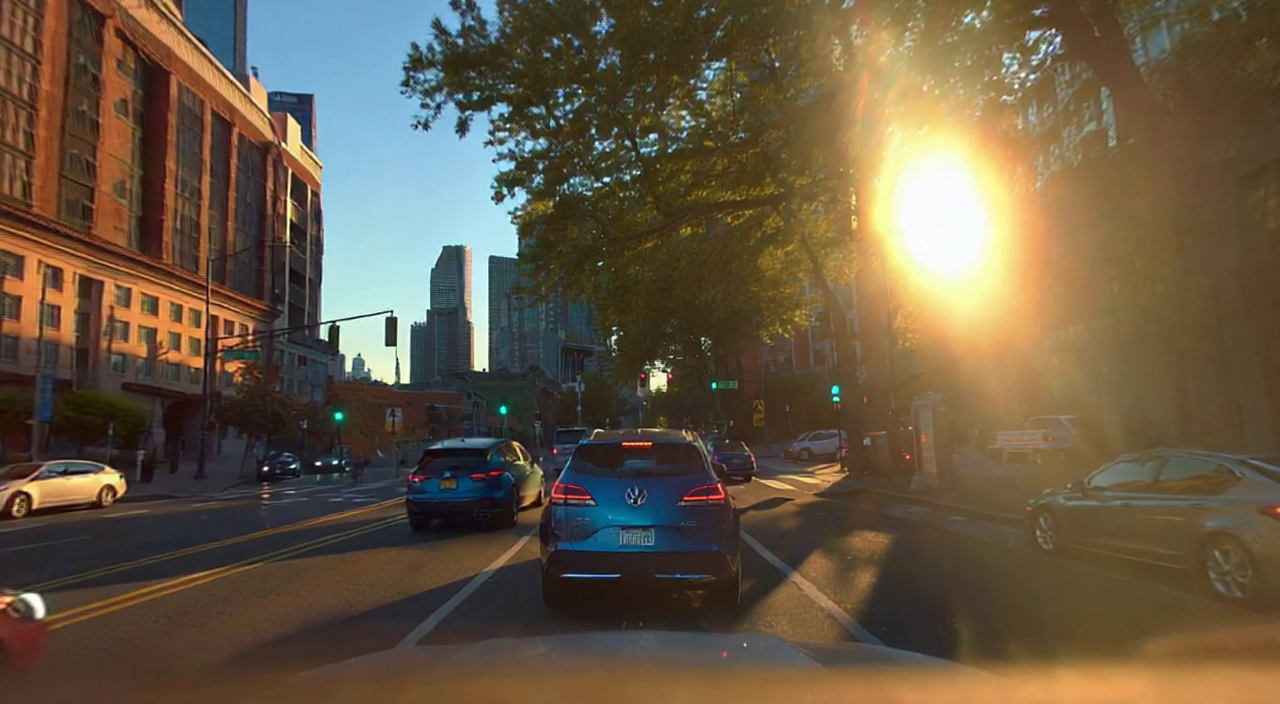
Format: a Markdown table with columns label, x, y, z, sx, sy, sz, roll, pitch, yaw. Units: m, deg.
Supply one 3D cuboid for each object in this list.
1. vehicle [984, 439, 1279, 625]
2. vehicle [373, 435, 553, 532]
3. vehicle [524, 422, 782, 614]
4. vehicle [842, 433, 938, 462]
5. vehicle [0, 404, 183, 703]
| label | x | y | z | sx | sy | sz | roll | pitch | yaw |
| --- | --- | --- | --- | --- | --- | --- | --- | --- | --- |
| vehicle | 5.982 | 1.704 | 6.878 | 1.873 | 1.453 | 4.579 | 0 | -9 | 0 |
| vehicle | -3.023 | 2.353 | 11.863 | 2.131 | 1.486 | 4.089 | 0 | -9 | 1 |
| vehicle | 0.088 | 1.580 | 6.817 | 2.022 | 1.481 | 3.564 | 0 | -9 | 0 |
| vehicle | 16.381 | 6.266 | 41.514 | 5.345 | 1.811 | 2.175 | 0 | -9 | -1 |
| vehicle | -3.093 | 0.703 | 0.590 | 1.970 | 1.492 | 4.534 | 0 | -9 | -1 |
